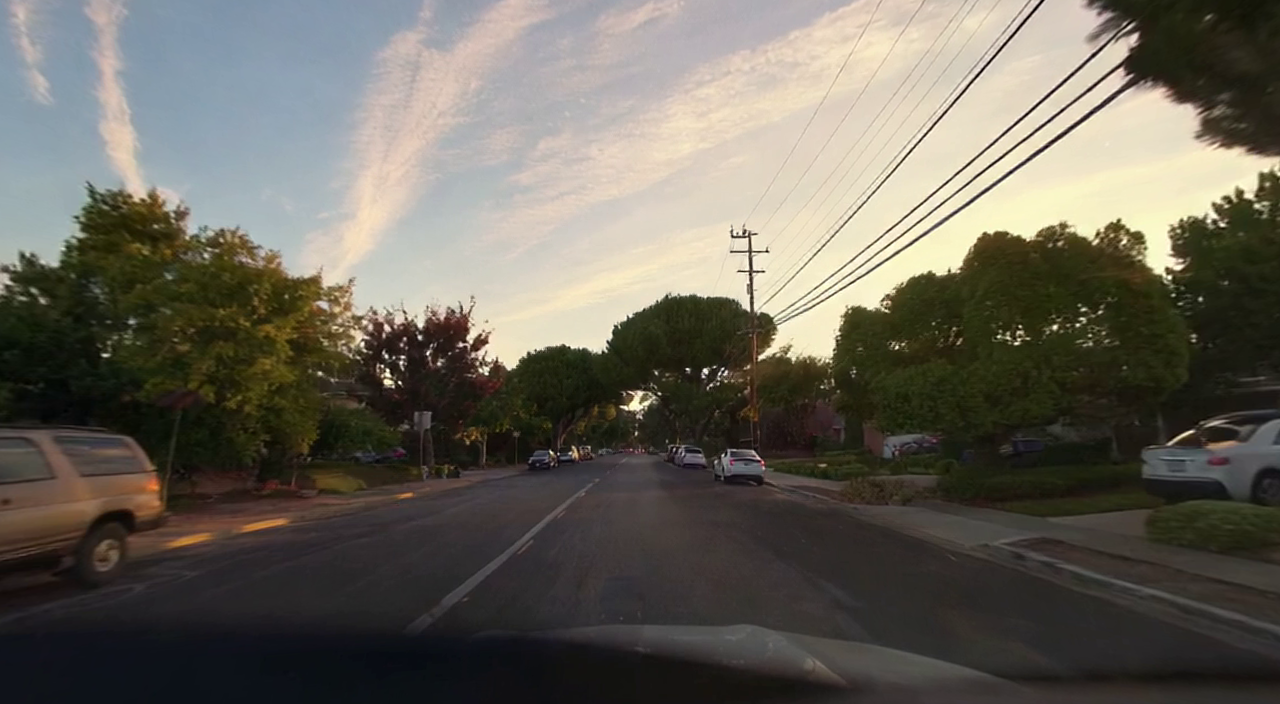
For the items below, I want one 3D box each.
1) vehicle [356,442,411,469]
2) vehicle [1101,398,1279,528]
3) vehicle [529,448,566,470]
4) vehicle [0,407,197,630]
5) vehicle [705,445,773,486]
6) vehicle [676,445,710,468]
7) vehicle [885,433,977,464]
[{"bbox_3d":[-17.924,7.258,44.415,1.925,1.750,4.489,0,-9,1],"label":"vehicle"},{"bbox_3d":[10.265,1.660,9.635,4.864,1.747,1.956,0,-9,-1],"label":"vehicle"},{"bbox_3d":[-6.551,7.599,45.133,2.031,1.454,4.410,0,-9,0],"label":"vehicle"},{"bbox_3d":[-6.303,1.378,5.130,2.058,1.805,4.584,-1,-10,0],"label":"vehicle"},{"bbox_3d":[3.746,4.355,24.581,1.782,1.439,4.037,0,-9,-3],"label":"vehicle"},{"bbox_3d":[3.569,7.117,43.197,1.763,1.432,4.323,0,-9,-2],"label":"vehicle"},{"bbox_3d":[16.795,5.622,36.637,4.355,1.674,1.914,-1,-10,1],"label":"vehicle"}]
